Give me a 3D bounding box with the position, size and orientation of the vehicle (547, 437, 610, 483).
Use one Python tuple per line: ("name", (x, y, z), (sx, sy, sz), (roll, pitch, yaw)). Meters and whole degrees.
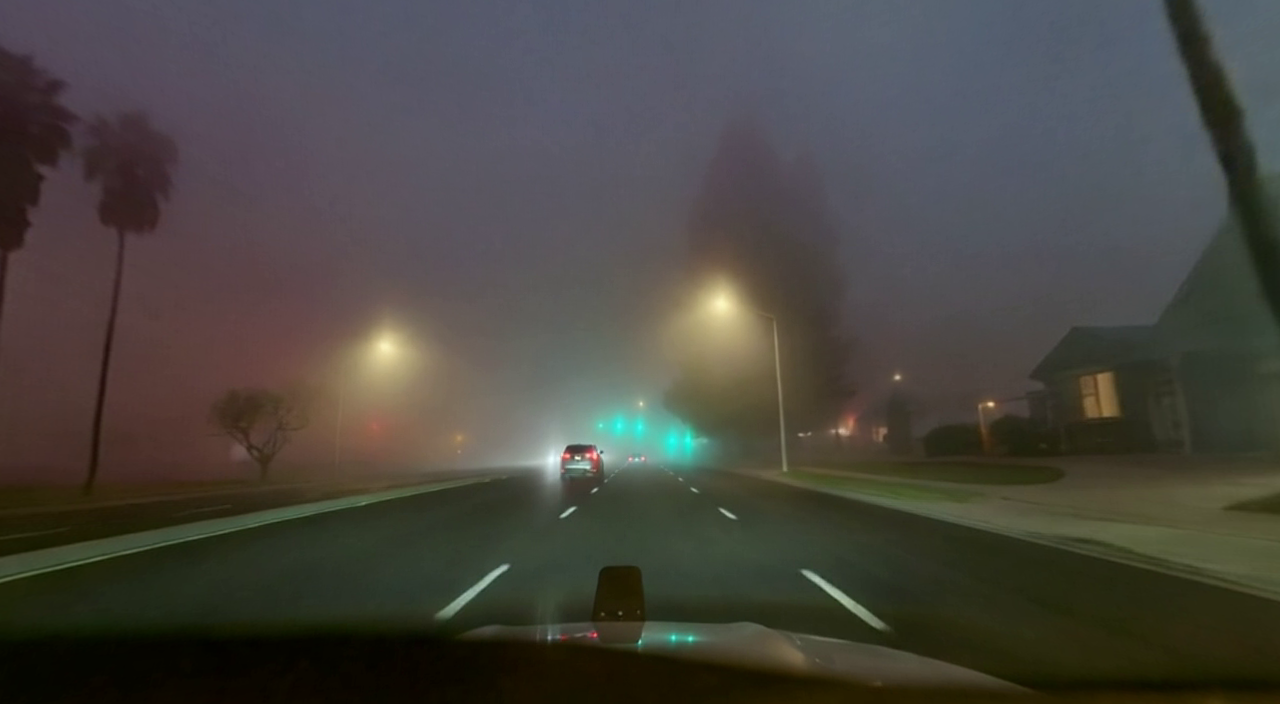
("vehicle", (-2.773, 5.073, 29.824), (2.370, 1.968, 5.698), (0, -9, 1))
